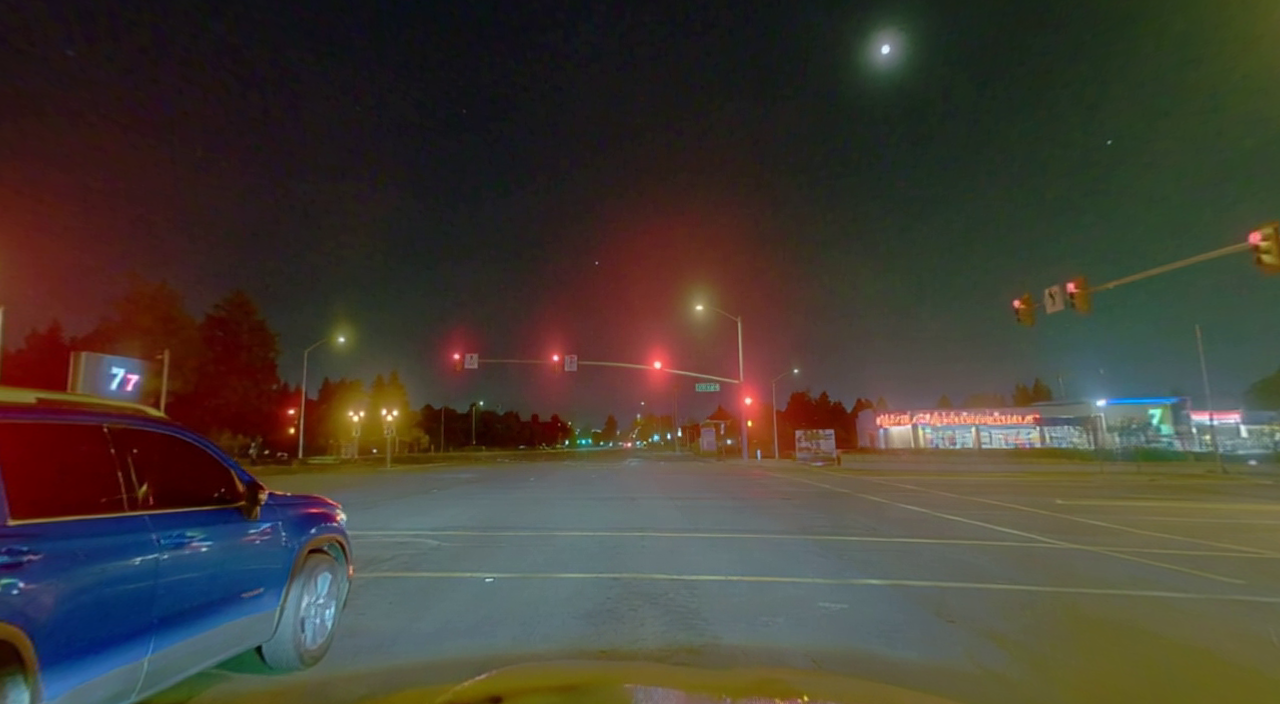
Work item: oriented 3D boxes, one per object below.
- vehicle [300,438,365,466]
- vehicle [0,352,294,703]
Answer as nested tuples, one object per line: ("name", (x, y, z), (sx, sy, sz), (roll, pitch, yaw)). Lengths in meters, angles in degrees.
("vehicle", (-20.466, 6.680, 42.145), (2.004, 1.699, 4.486), (0, -9, 1))
("vehicle", (-3.420, 0.806, 2.033), (2.053, 1.690, 4.364), (0, -9, 1))
